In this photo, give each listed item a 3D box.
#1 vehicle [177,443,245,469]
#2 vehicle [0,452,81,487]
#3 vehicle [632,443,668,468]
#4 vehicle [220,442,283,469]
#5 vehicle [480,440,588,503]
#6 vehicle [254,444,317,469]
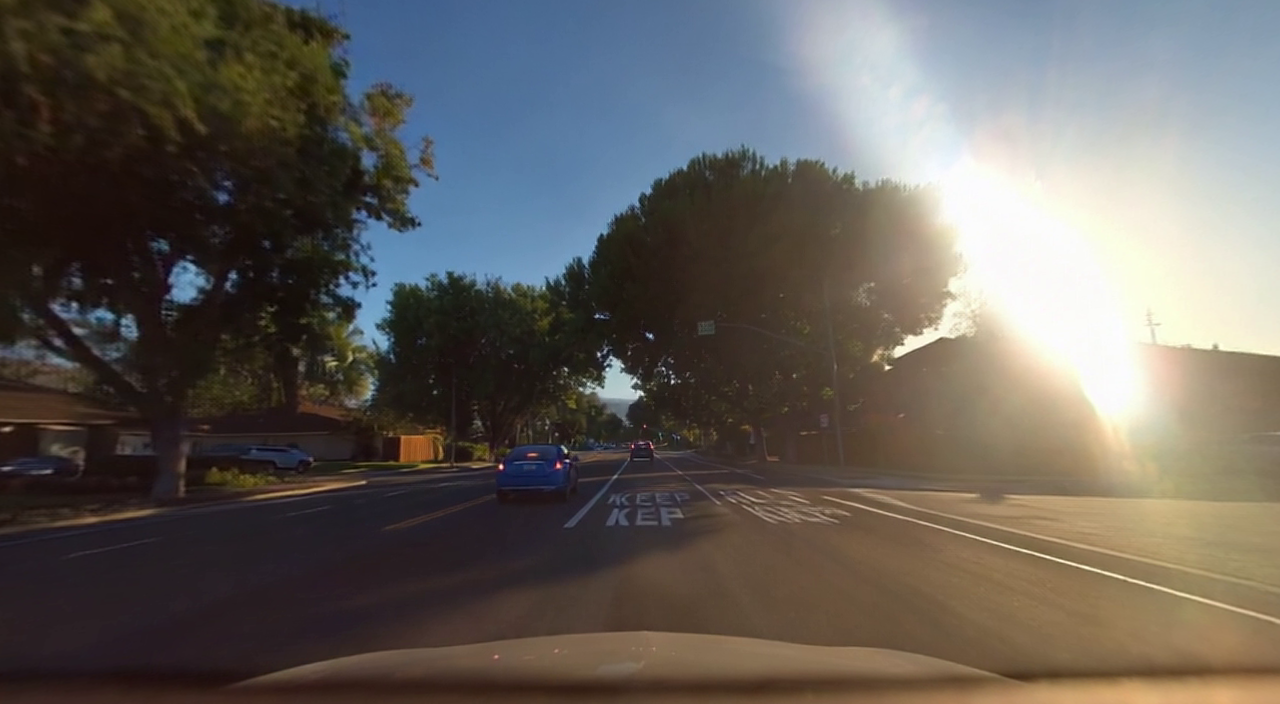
[{"bbox_3d":[-28.848,6.990,42.511,1.838,1.685,3.766,0,-8,1],"label":"vehicle"},{"bbox_3d":[-28.784,5.408,29.241,1.961,1.470,3.811,-1,-9,5],"label":"vehicle"},{"bbox_3d":[0.617,6.632,40.550,2.226,1.505,4.128,0,-8,0],"label":"vehicle"},{"bbox_3d":[-25.921,6.909,42.179,1.919,1.701,3.695,0,-9,-2],"label":"vehicle"},{"bbox_3d":[-2.738,3.226,17.569,2.158,1.469,4.909,0,-8,0],"label":"vehicle"},{"bbox_3d":[-23.399,6.899,41.751,1.894,1.508,3.783,0,-9,0],"label":"vehicle"}]
